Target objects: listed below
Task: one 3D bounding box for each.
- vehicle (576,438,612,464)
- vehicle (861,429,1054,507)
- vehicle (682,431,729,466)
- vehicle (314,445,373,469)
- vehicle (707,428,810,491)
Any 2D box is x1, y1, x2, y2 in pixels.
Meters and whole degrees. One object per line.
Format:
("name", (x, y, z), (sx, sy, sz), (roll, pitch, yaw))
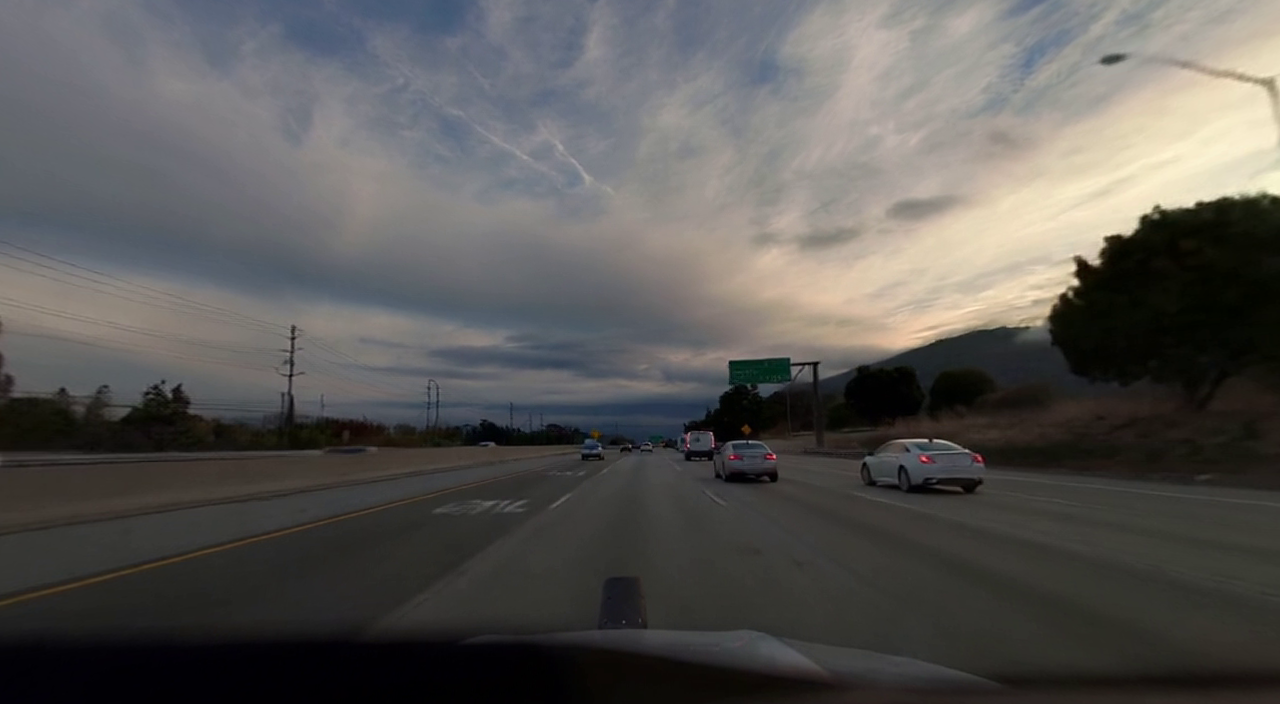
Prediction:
("vehicle", (-3.210, 7.020, 44.919), (2.106, 1.682, 4.395), (-1, -8, 2))
("vehicle", (7.093, 2.631, 14.845), (1.988, 1.518, 4.856), (0, -8, 0))
("vehicle", (4.028, 6.046, 39.845), (2.442, 2.022, 5.466), (0, -8, 0))
("vehicle", (-18.694, 6.602, 39.943), (1.824, 1.410, 3.744), (-1, -8, 1))
("vehicle", (3.338, 3.148, 18.817), (2.146, 1.639, 4.475), (0, -8, -1))
